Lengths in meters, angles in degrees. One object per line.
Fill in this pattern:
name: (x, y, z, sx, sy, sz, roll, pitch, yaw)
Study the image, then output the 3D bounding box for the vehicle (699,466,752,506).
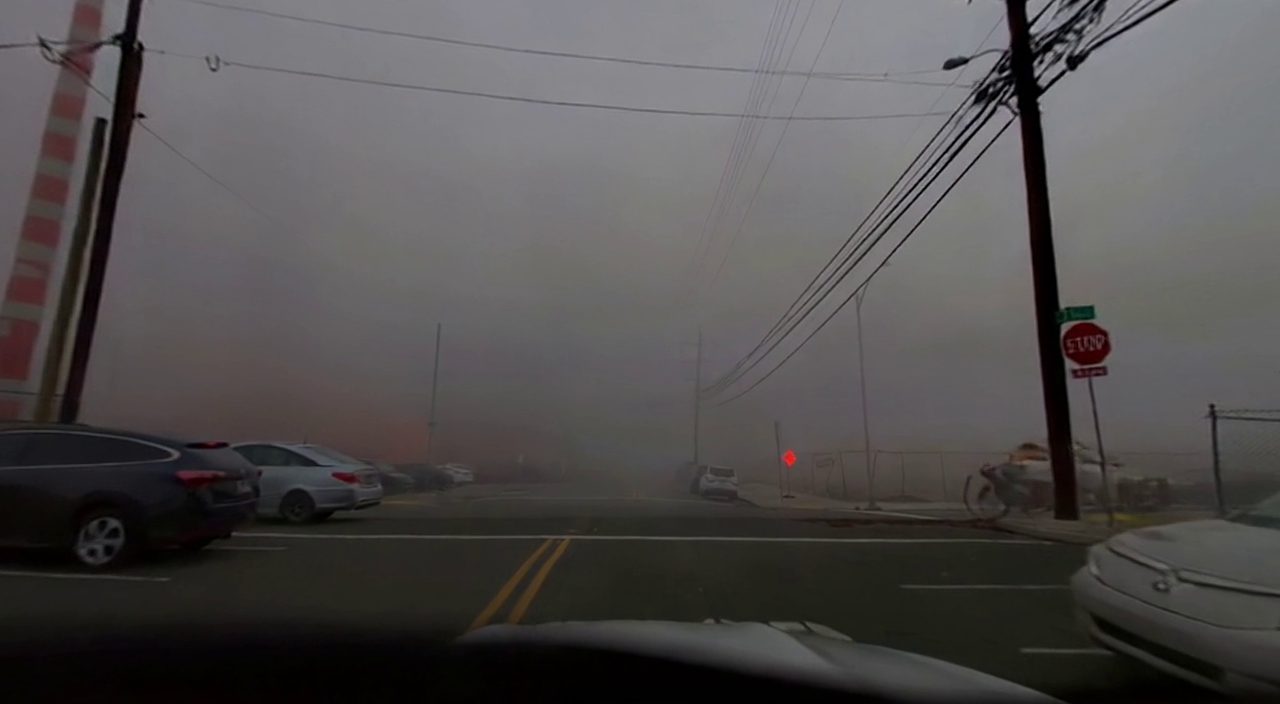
vehicle: (4.408, 6.975, 33.283, 2.007, 1.804, 4.136, 0, -8, -3)

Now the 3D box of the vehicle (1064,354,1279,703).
vehicle: (4.467, 0.952, 2.340, 4.554, 1.473, 1.876, 5, -11, -3)

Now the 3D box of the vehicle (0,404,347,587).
vehicle: (-6.508, 1.523, 7.391, 5.025, 1.648, 2.055, 4, -9, -1)
